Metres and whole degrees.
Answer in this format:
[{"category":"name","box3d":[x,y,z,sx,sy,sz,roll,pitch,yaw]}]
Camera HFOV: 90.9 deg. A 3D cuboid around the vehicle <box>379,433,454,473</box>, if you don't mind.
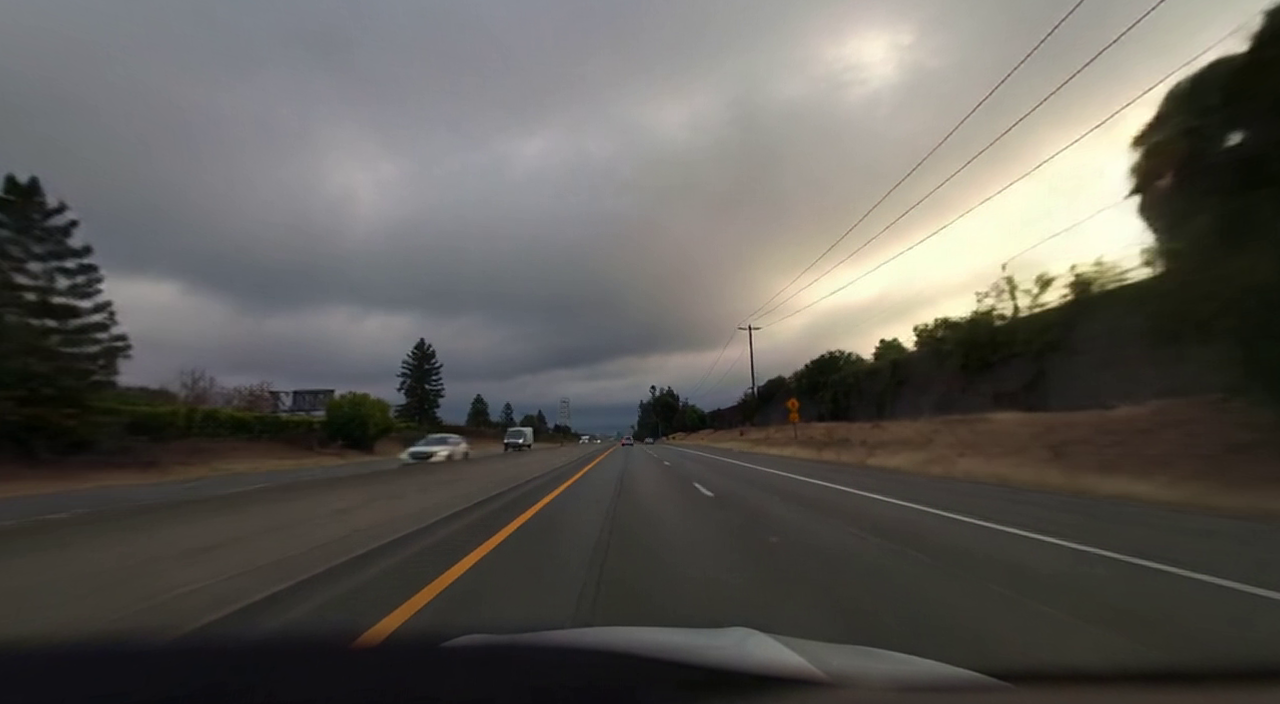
[{"category":"vehicle","box3d":[-9.749,4.411,27.858,1.865,1.622,4.311,1,-8,-2]}]
